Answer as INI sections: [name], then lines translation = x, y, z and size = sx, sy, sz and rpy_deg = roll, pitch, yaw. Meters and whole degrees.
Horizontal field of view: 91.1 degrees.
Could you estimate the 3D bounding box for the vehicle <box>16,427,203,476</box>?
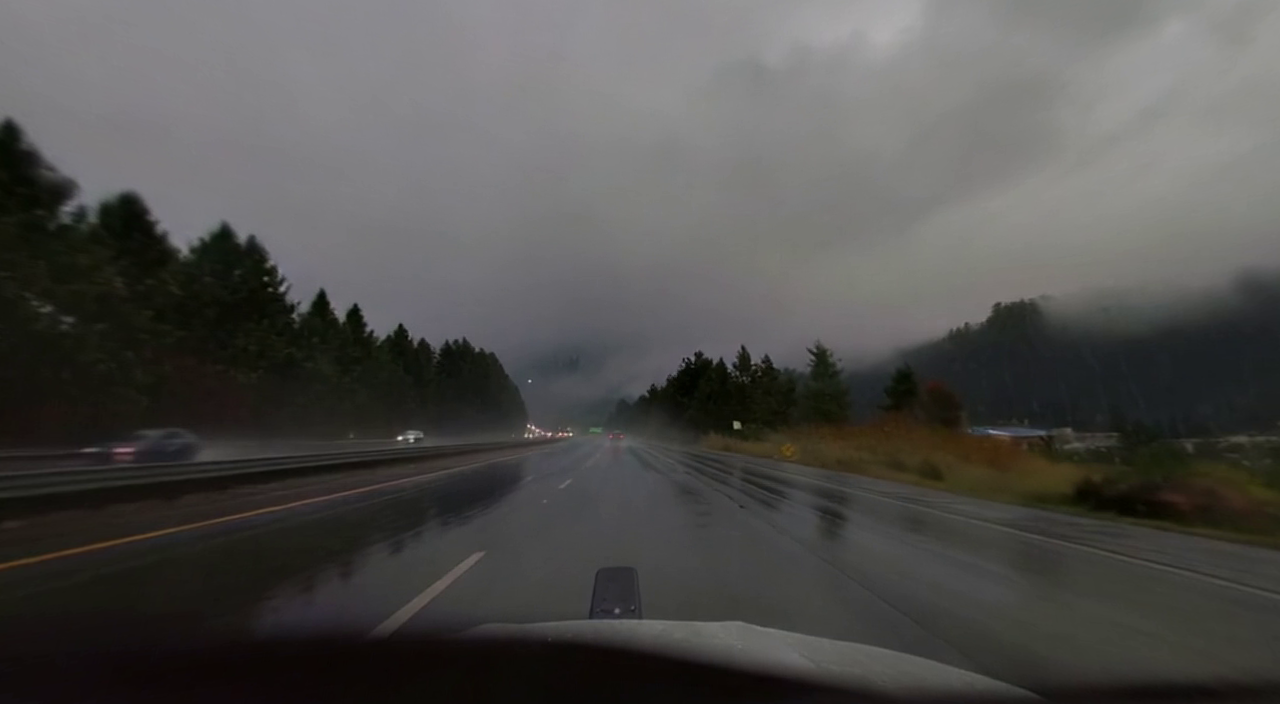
[vehicle]
translation = -16.833, 3.173, 20.363
size = 1.957, 1.378, 4.740
rpy_deg = 0, -8, 0
